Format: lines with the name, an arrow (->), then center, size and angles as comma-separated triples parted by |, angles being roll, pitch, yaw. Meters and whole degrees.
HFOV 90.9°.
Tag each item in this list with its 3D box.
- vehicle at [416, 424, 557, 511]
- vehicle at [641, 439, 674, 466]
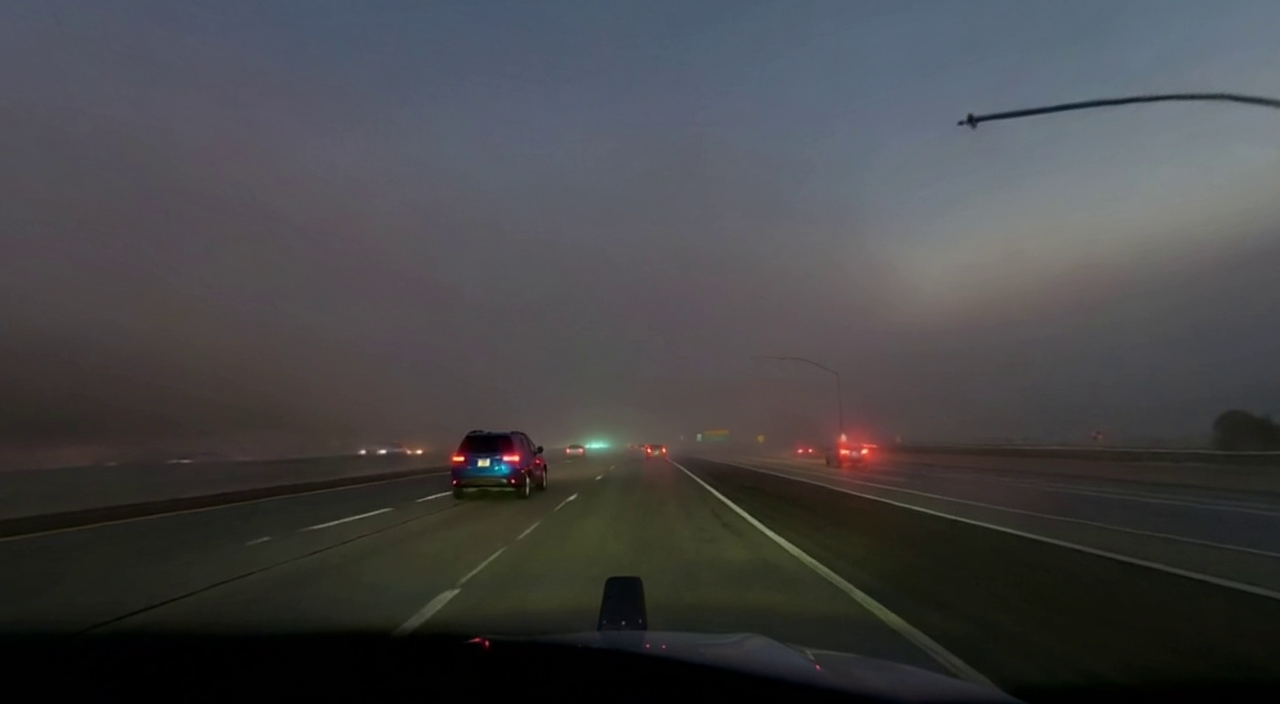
vehicle -> -3.467, 2.719, 15.297 | 2.214, 1.759, 4.435 | -1, -8, 1
vehicle -> 1.098, 6.505, 40.978 | 2.023, 1.589, 4.030 | -1, -8, 1
